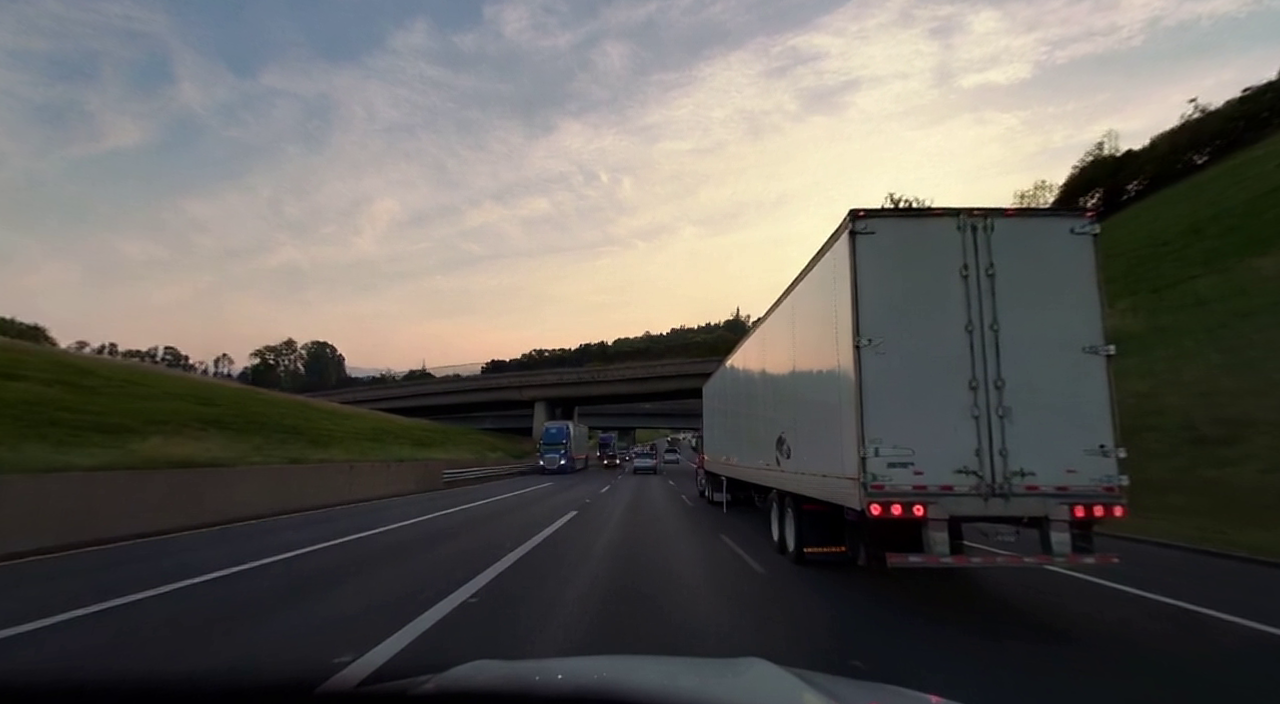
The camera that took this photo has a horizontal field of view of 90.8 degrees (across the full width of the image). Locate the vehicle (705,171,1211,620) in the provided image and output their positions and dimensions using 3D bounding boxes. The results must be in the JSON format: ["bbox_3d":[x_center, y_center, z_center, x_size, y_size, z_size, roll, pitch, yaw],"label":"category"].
[{"bbox_3d":[3.474,1.362,12.644,2.845,4.071,14.008,0,-9,0],"label":"vehicle"}]

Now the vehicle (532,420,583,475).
[{"bbox_3d":[-6.226,7.338,48.525,3.004,3.974,5.891,0,-9,1],"label":"vehicle"}]
